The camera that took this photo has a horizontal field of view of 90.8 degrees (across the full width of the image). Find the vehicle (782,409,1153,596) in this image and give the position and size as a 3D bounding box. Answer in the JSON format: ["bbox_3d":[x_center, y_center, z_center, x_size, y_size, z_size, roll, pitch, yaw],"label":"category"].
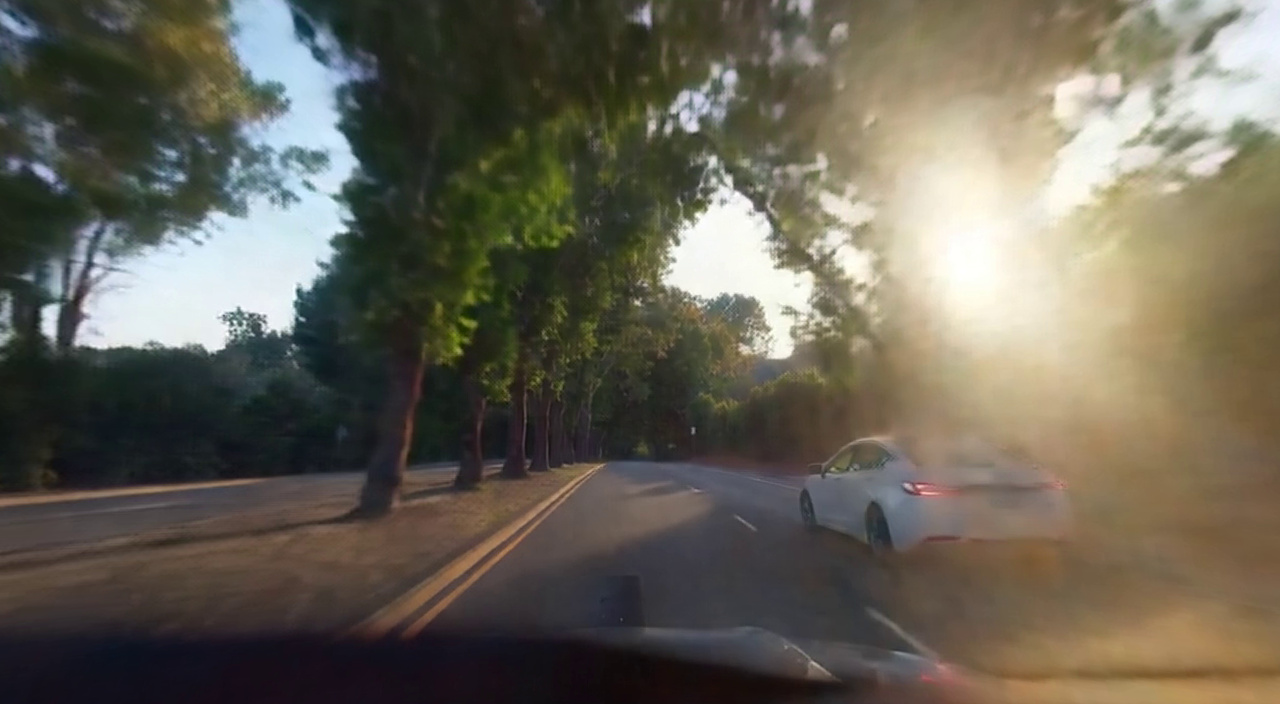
[{"bbox_3d":[3.363,1.647,7.821,2.060,1.584,4.592,0,-9,-1],"label":"vehicle"}]
